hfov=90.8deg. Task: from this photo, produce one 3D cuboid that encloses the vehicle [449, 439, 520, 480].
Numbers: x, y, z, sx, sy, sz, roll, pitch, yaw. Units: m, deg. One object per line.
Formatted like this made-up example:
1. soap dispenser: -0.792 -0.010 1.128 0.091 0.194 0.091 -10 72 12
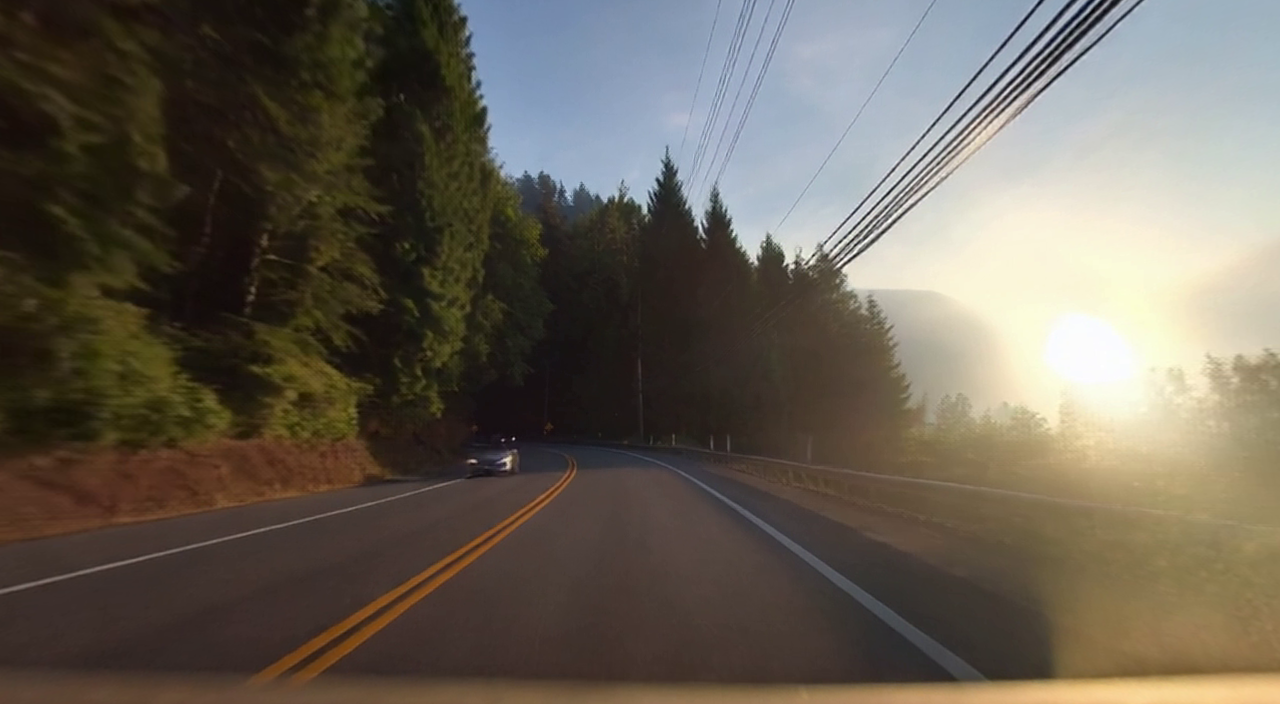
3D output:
1. vehicle: -6.173 4.323 25.629 2.060 1.466 4.263 0 -9 -4
